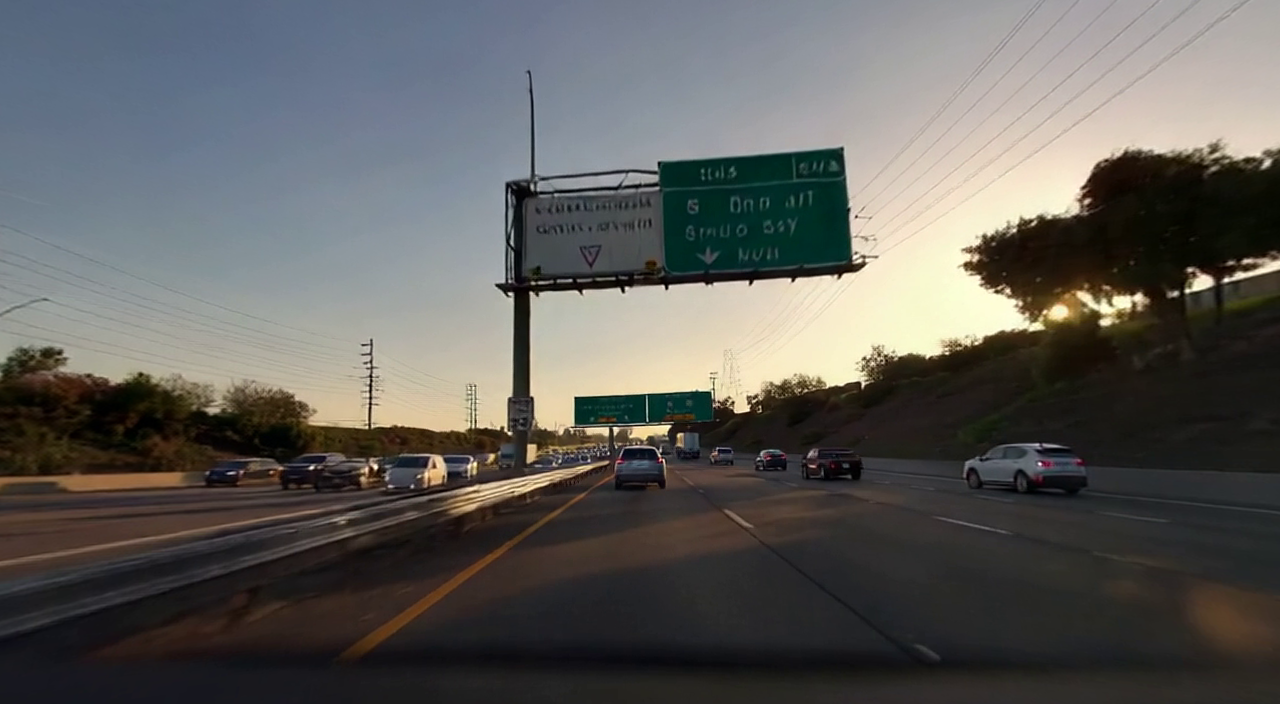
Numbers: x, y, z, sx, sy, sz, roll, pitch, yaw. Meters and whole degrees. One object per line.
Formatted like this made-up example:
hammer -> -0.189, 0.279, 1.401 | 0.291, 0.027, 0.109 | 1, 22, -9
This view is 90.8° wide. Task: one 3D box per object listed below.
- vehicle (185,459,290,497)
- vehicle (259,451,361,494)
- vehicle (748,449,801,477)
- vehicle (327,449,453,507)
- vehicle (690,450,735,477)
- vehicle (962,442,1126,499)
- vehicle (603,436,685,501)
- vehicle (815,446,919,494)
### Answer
vehicle -> -17.663, 5.512, 28.001 | 1.752, 1.449, 4.321 | 0, -9, 0
vehicle -> -14.672, 5.360, 28.457 | 2.032, 1.721, 4.683 | 0, -9, 1
vehicle -> 7.516, 6.221, 35.648 | 1.934, 1.461, 4.368 | 0, -9, -1
vehicle -> -7.615, 3.840, 19.798 | 2.004, 1.596, 4.520 | 0, -9, 1
vehicle -> 4.202, 6.535, 37.338 | 2.115, 1.481, 3.968 | 0, -9, -1
vehicle -> 11.819, 3.457, 18.929 | 1.901, 1.485, 4.483 | 0, -9, 0
vehicle -> 0.110, 3.593, 19.908 | 2.298, 1.809, 4.359 | 0, -9, 0
vehicle -> 7.580, 3.953, 21.593 | 1.958, 1.473, 4.201 | 0, -9, 0
